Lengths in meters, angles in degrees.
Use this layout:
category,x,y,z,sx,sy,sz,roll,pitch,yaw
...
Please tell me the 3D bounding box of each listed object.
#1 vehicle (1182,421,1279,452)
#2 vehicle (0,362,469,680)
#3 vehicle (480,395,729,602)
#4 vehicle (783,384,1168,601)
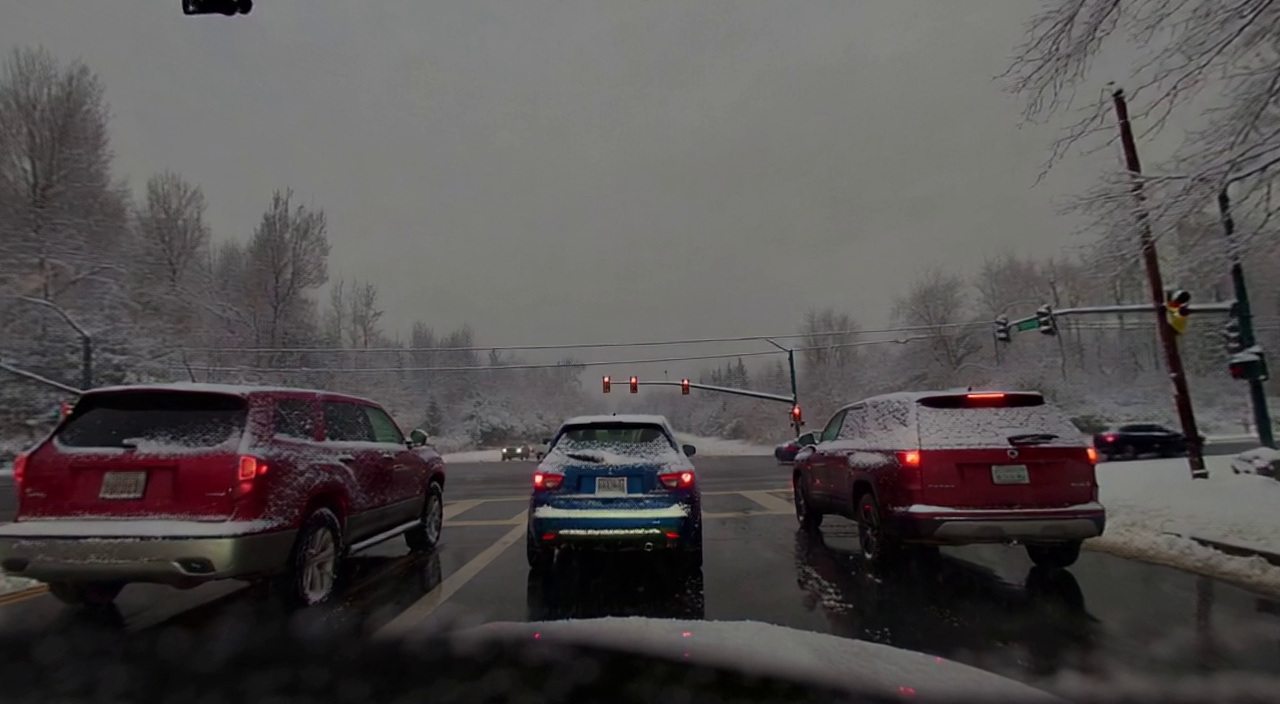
category,x,y,z,sx,sy,sz,roll,pitch,yaw
vehicle,32.833,4.671,34.792,4.175,1.634,1.877,1,-8,-5
vehicle,-3.272,1.283,5.883,2.047,1.810,4.414,0,-8,1
vehicle,-0.238,1.512,7.317,2.067,1.702,3.987,0,-8,2
vehicle,3.274,1.483,7.511,2.083,1.779,4.532,0,-8,0
